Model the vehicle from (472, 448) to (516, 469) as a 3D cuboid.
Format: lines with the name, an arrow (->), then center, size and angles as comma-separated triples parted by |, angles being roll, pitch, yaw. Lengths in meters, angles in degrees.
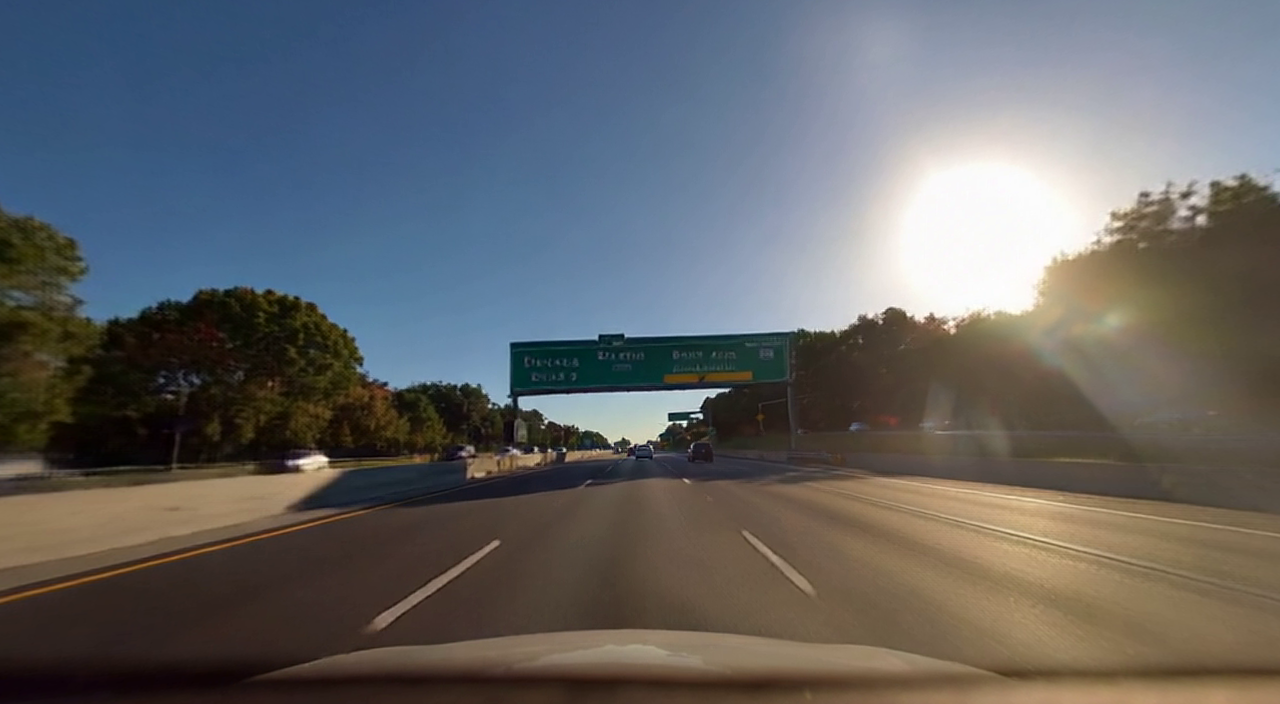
vehicle -> -10.698, 7.825, 46.539 | 1.954, 1.477, 4.834 | 0, -8, 2

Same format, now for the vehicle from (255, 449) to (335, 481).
vehicle -> -19.146, 6.286, 35.250 | 1.962, 1.620, 4.332 | 0, -8, 1

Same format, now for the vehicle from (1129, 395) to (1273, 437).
vehicle -> 22.355, 2.654, 25.430 | 1.872, 1.459, 4.502 | -1, -8, 4

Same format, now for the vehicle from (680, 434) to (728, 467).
vehicle -> 4.122, 6.506, 41.883 | 2.505, 2.020, 5.532 | 0, -8, -1
